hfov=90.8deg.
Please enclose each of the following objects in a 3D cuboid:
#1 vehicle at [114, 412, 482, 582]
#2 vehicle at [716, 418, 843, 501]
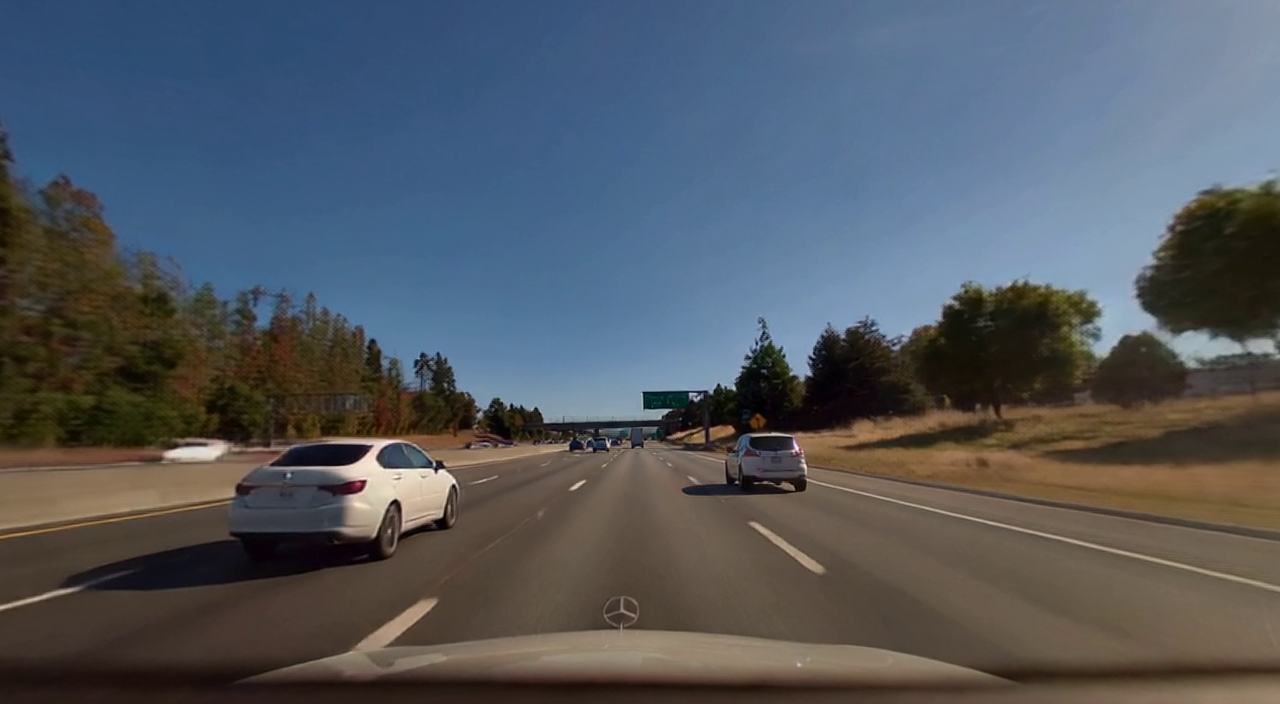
[{"bbox_3d":[-3.822,1.731,8.434,2.118,1.573,4.940,0,-9,0],"label":"vehicle"},{"bbox_3d":[3.180,2.563,15.355,2.053,1.714,4.097,0,-9,-1],"label":"vehicle"}]
